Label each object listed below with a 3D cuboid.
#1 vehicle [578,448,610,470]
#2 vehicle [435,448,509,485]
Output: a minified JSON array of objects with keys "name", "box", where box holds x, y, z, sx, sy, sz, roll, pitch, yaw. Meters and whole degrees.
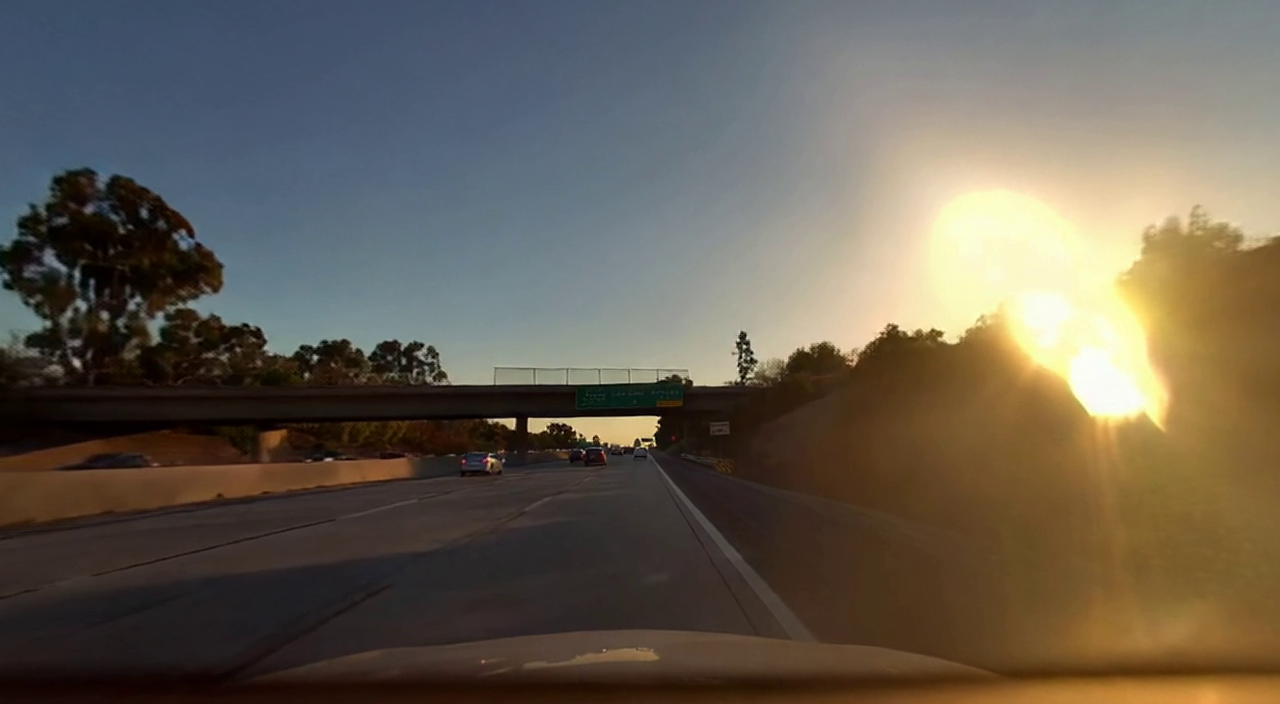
[{"name":"vehicle","box":[-3.552,8.315,49.050,2.102,1.571,4.666,0,-9,0]},{"name":"vehicle","box":[-7.475,5.138,28.551,2.002,1.507,4.631,0,-9,1]}]
